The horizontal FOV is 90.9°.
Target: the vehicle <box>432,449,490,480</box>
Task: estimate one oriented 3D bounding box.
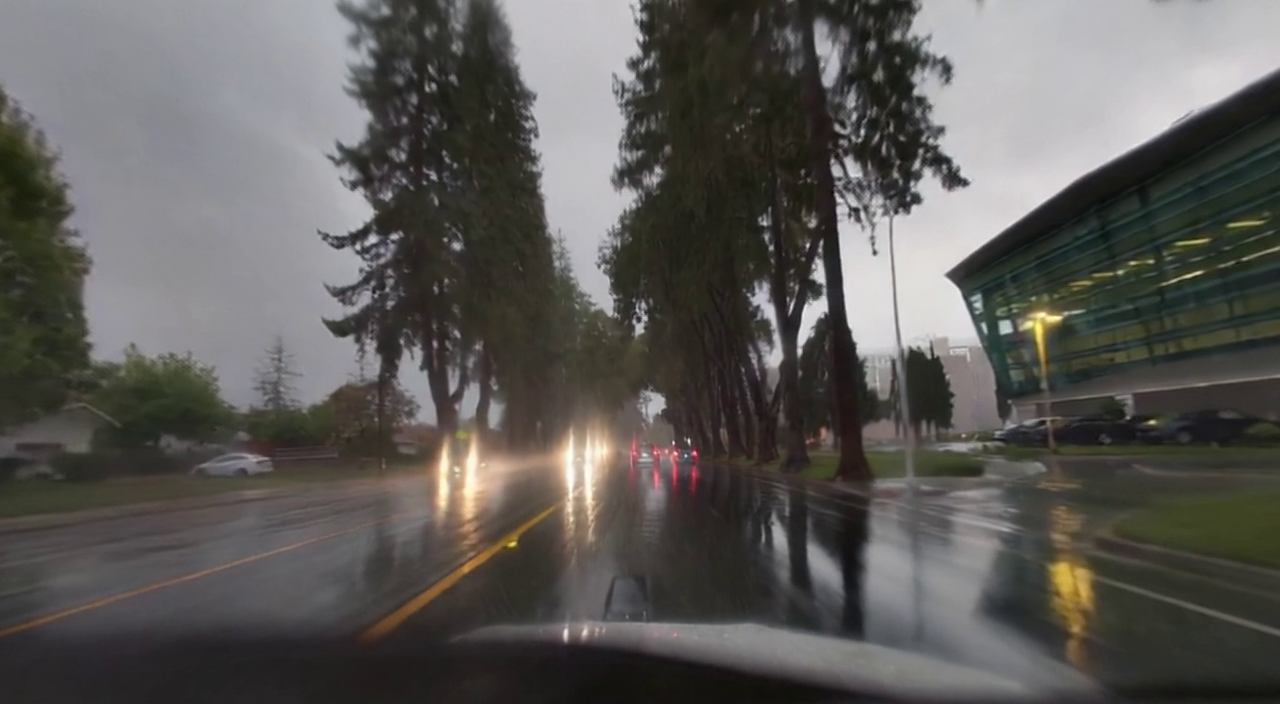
[{"bbox_3d":[-9.402,5.902,33.419,1.889,1.506,3.911,0,-8,0],"label":"vehicle"}]

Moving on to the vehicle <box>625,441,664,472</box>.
[{"bbox_3d":[0.257,5.833,35.454,2.109,1.612,3.963,0,-8,0],"label":"vehicle"}]

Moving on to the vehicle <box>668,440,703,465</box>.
[{"bbox_3d":[3.366,7.567,47.522,2.189,1.766,4.495,0,-8,-1],"label":"vehicle"}]

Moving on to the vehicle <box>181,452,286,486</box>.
[{"bbox_3d":[-21.413,6.159,33.328,4.152,1.686,1.873,0,-8,-1],"label":"vehicle"}]

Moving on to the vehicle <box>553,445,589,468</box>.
[{"bbox_3d":[-4.555,6.951,42.129,2.014,1.487,4.591,0,-8,-2],"label":"vehicle"}]
